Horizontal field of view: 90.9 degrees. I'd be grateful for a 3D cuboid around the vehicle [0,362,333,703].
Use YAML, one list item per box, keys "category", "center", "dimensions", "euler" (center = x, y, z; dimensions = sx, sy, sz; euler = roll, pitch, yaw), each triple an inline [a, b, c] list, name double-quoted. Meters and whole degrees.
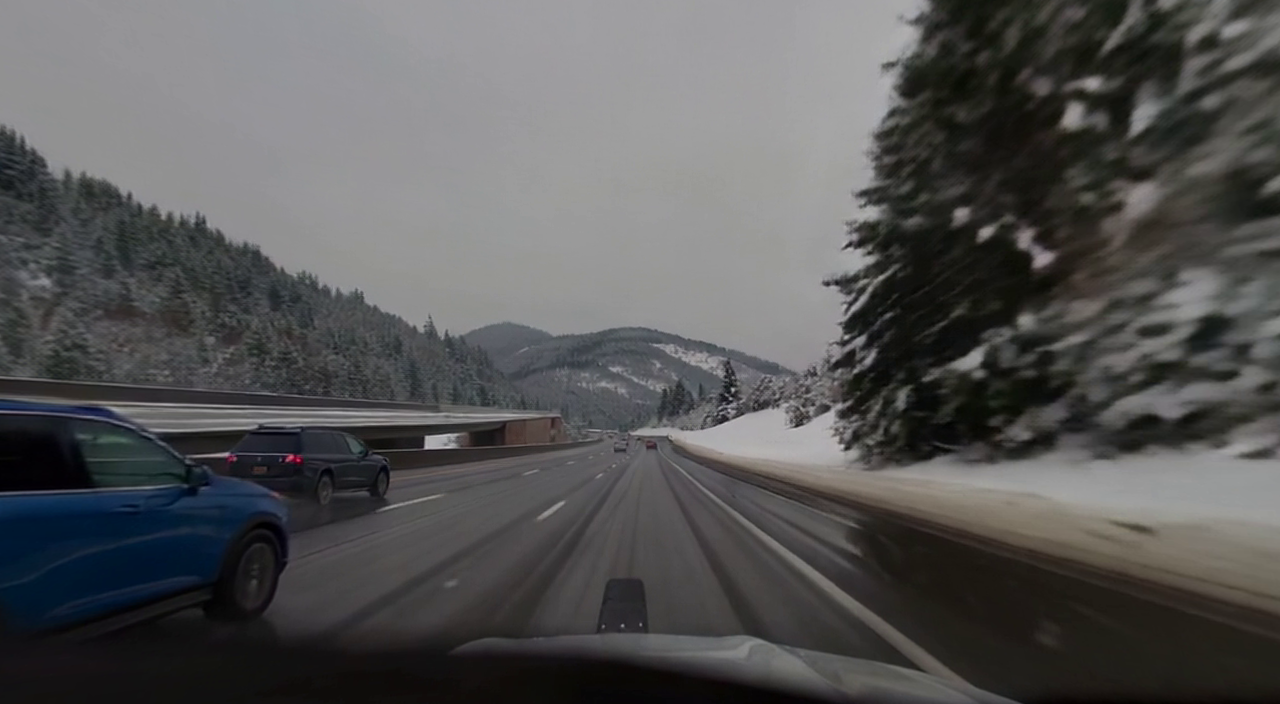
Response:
- category: "vehicle"
  center: [-3.620, 0.965, 3.153]
  dimensions: [1.983, 1.663, 4.290]
  euler: [0, -9, 0]
